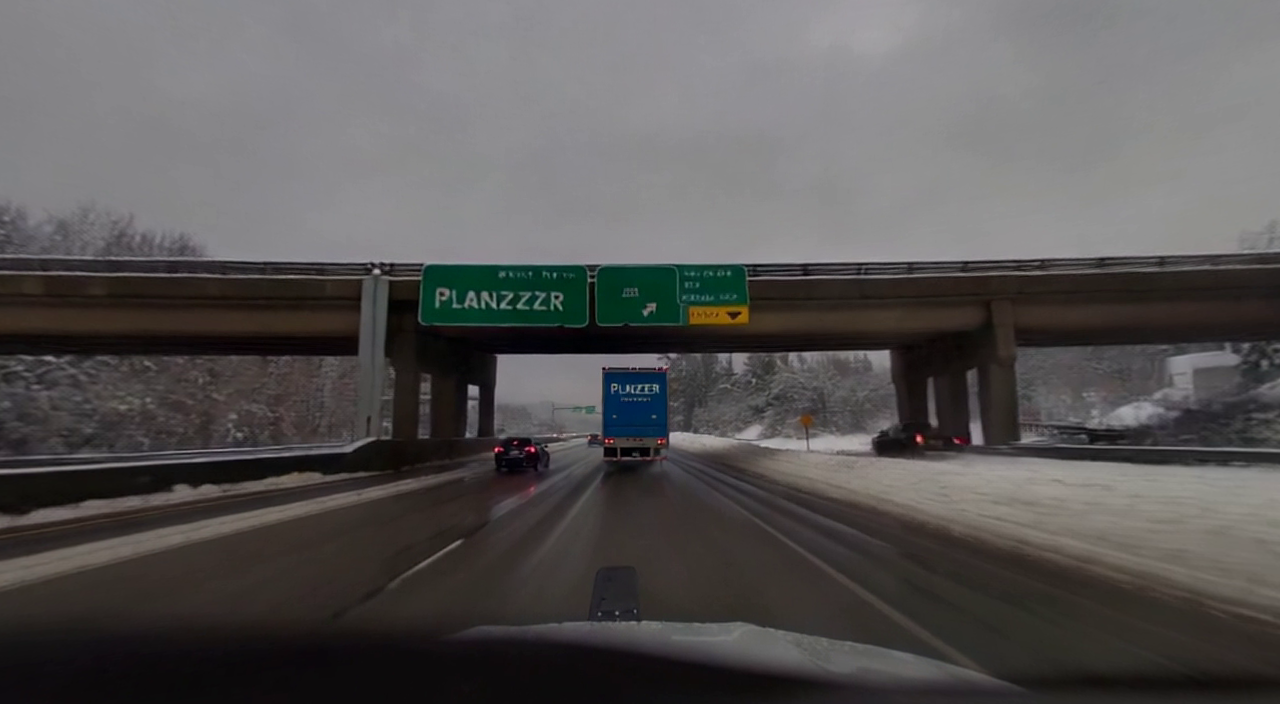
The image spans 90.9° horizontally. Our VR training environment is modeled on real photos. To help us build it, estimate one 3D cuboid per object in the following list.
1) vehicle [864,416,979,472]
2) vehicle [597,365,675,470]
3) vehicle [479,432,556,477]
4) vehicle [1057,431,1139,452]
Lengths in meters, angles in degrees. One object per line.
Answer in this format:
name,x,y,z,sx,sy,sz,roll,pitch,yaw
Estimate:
vehicle,10.192,3.383,23.274,2.052,1.841,4.481,0,-8,-1
vehicle,-0.356,3.262,29.841,2.926,3.959,11.818,0,-8,-2
vehicle,-4.279,3.627,22.626,1.943,1.446,4.158,0,-8,0
vehicle,33.084,6.469,45.533,4.591,1.466,1.973,-6,-10,37
